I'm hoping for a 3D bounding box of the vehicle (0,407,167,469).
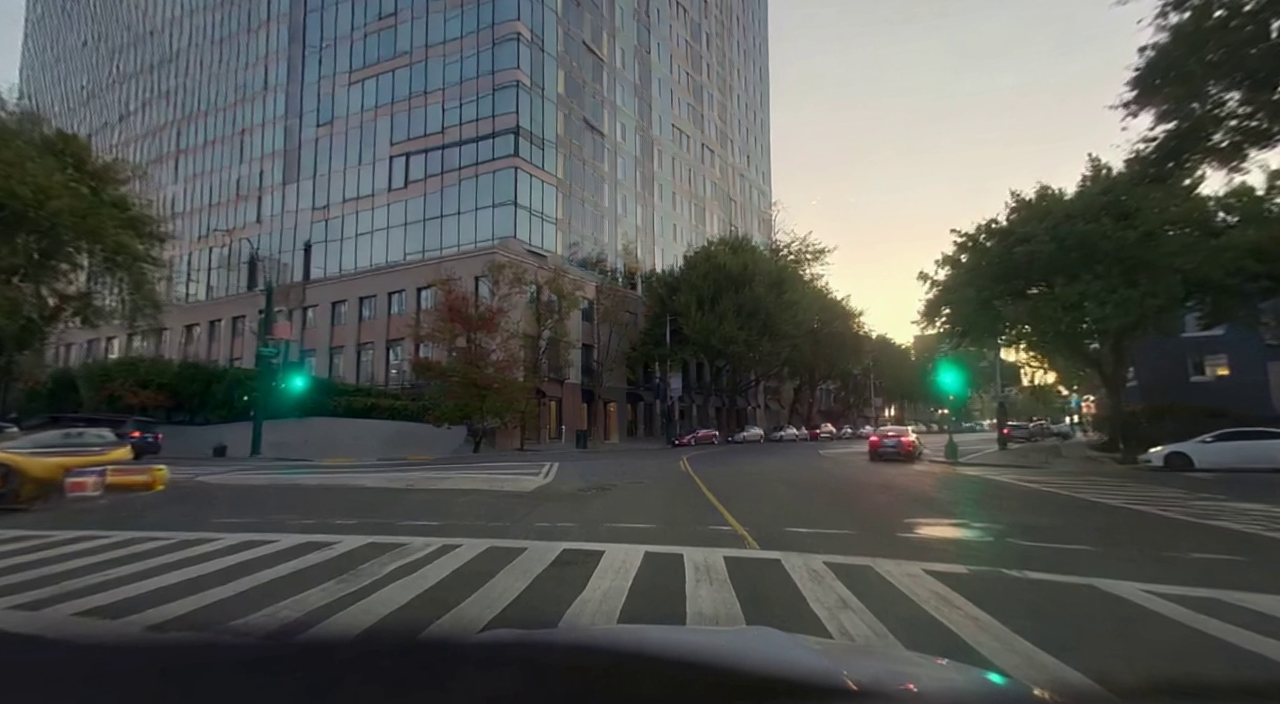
[{"bbox_3d":[-19.333,2.785,20.354,5.978,1.852,2.304,1,-8,-7],"label":"vehicle"}]

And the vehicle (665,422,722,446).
[{"bbox_3d":[3.871,5.897,45.274,1.922,1.628,4.291,-7,-11,40],"label":"vehicle"}]

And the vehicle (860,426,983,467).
[{"bbox_3d":[11.113,3.782,25.329,2.148,1.488,4.508,2,-9,-13],"label":"vehicle"}]

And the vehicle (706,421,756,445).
[{"bbox_3d":[5.789,5.144,39.730,1.852,1.465,4.092,-4,-9,28],"label":"vehicle"}]

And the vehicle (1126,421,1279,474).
[{"bbox_3d":[17.975,2.918,19.247,4.741,1.476,2.042,-7,-11,40],"label":"vehicle"}]
